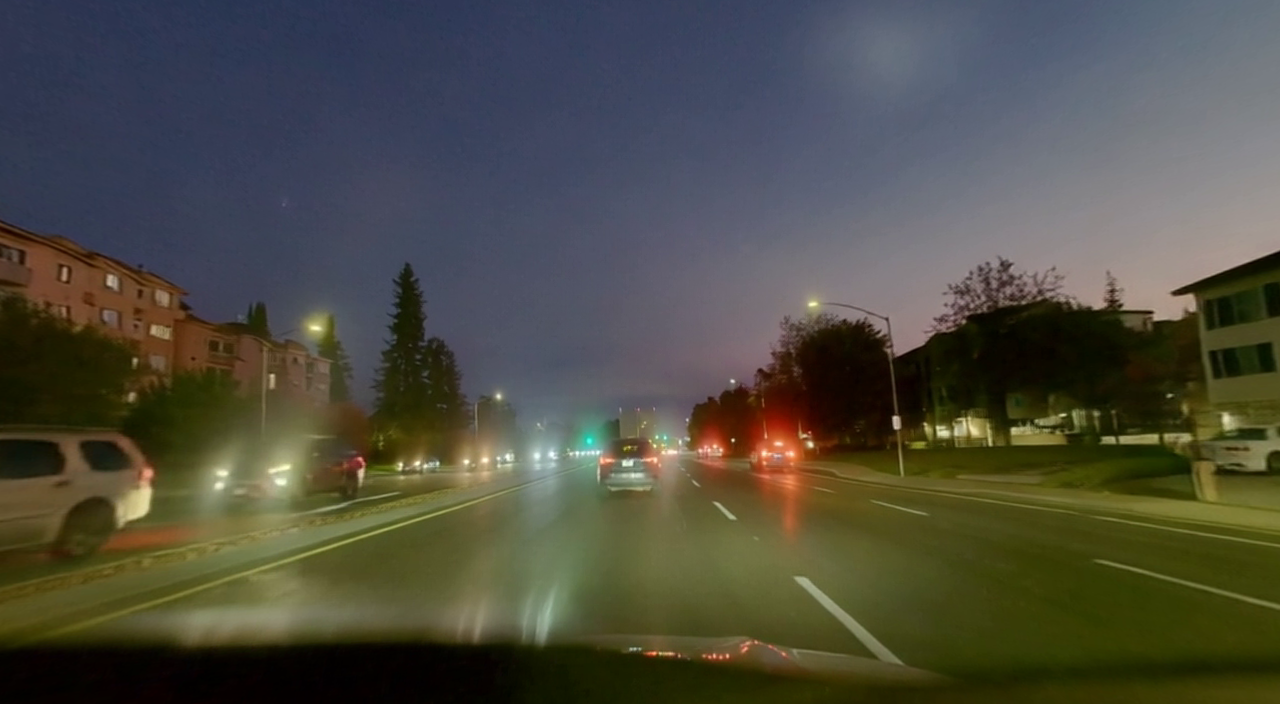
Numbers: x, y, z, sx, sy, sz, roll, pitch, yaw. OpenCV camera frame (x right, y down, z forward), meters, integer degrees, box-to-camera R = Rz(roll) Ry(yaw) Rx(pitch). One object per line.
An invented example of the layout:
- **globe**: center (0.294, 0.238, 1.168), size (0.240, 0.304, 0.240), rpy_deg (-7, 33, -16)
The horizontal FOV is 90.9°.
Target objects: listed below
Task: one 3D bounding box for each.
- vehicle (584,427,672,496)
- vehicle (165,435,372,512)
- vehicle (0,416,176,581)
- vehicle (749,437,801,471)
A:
- **vehicle**: center (-0.307, 3.229, 18.960), size (2.332, 1.798, 4.546), rpy_deg (0, -8, 0)
- **vehicle**: center (-10.716, 3.535, 19.061), size (2.238, 1.906, 6.264), rpy_deg (-1, -8, 2)
- **vehicle**: center (-8.011, 1.614, 6.965), size (2.119, 1.778, 4.760), rpy_deg (0, -8, 0)
- **vehicle**: center (7.476, 5.691, 35.329), size (1.971, 1.722, 4.341), rpy_deg (0, -8, 1)
